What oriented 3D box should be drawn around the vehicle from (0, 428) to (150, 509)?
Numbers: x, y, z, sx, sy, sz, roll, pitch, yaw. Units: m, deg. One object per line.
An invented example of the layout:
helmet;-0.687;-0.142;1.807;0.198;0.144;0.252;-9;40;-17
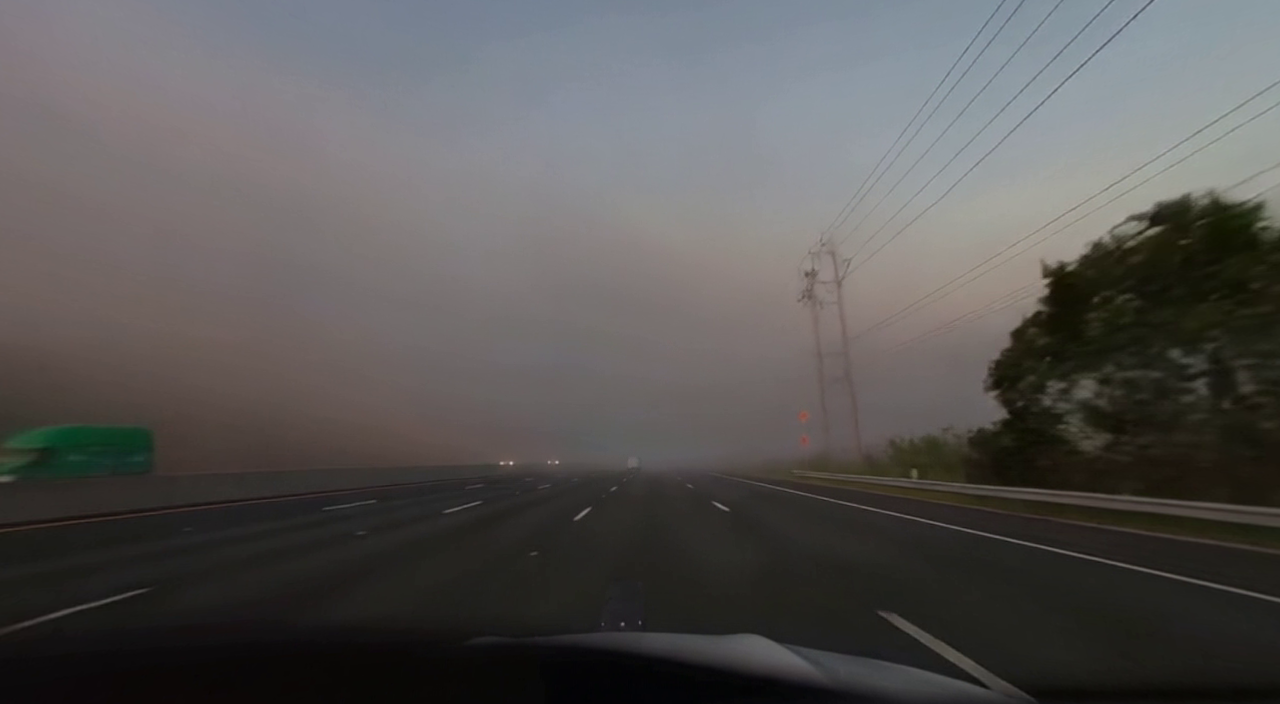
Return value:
vehicle;-21.825;4.242;23.429;2.253;2.596;5.946;-1;-9;1
